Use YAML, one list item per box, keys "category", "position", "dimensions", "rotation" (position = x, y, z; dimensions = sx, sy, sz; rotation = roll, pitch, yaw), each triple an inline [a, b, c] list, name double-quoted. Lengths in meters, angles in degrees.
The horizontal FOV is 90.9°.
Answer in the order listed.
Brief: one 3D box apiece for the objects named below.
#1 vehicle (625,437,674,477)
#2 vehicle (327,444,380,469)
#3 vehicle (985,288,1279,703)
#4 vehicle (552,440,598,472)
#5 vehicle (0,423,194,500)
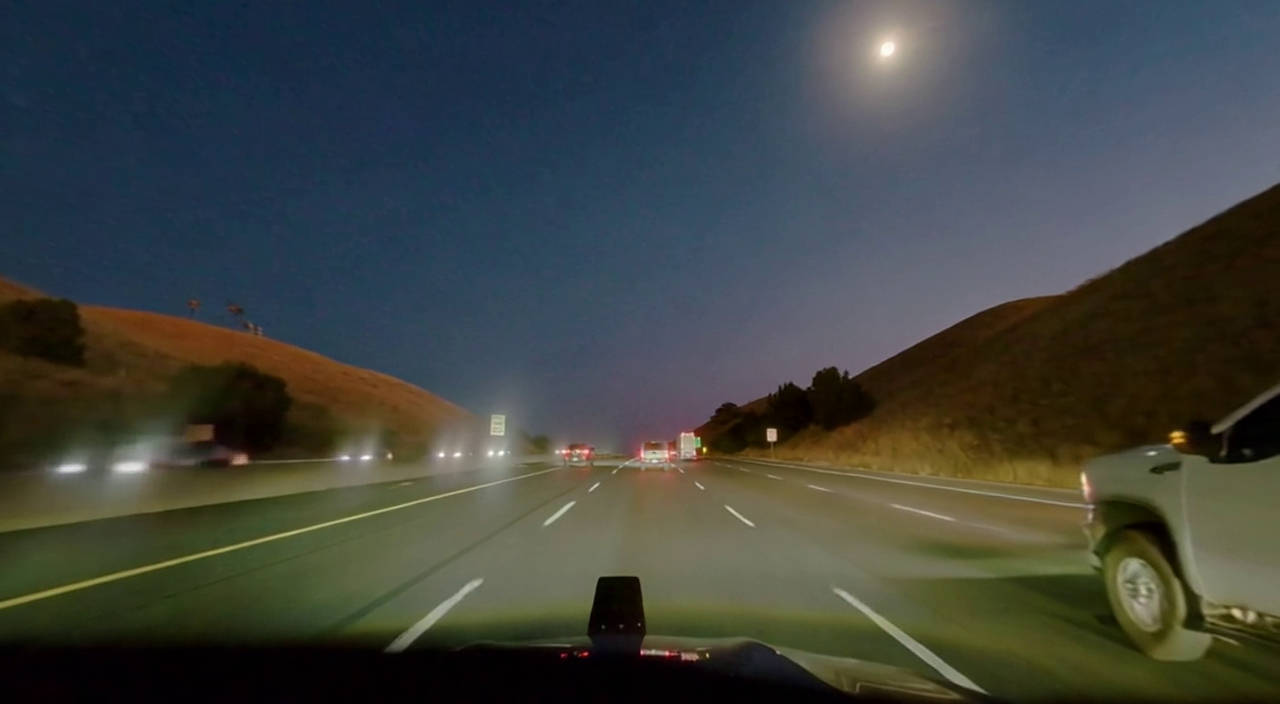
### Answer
- category: "vehicle"
  position: [0.424, 4.818, 29.068]
  dimensions: [2.086, 1.685, 4.206]
  rotation: [0, -8, 0]
- category: "vehicle"
  position: [-16.132, 5.874, 35.631]
  dimensions: [1.436, 1.354, 3.176]
  rotation: [0, -9, 1]
- category: "vehicle"
  position: [4.203, 0.623, 2.200]
  dimensions: [2.700, 1.980, 5.866]
  rotation: [0, -8, 1]
- category: "vehicle"
  position: [-3.634, 5.862, 35.753]
  dimensions: [2.076, 1.690, 4.113]
  rotation: [0, -8, 1]
- category: "vehicle"
  position: [-12.596, 2.457, 14.458]
  dimensions: [1.817, 1.525, 3.880]
  rotation: [0, -8, 1]
